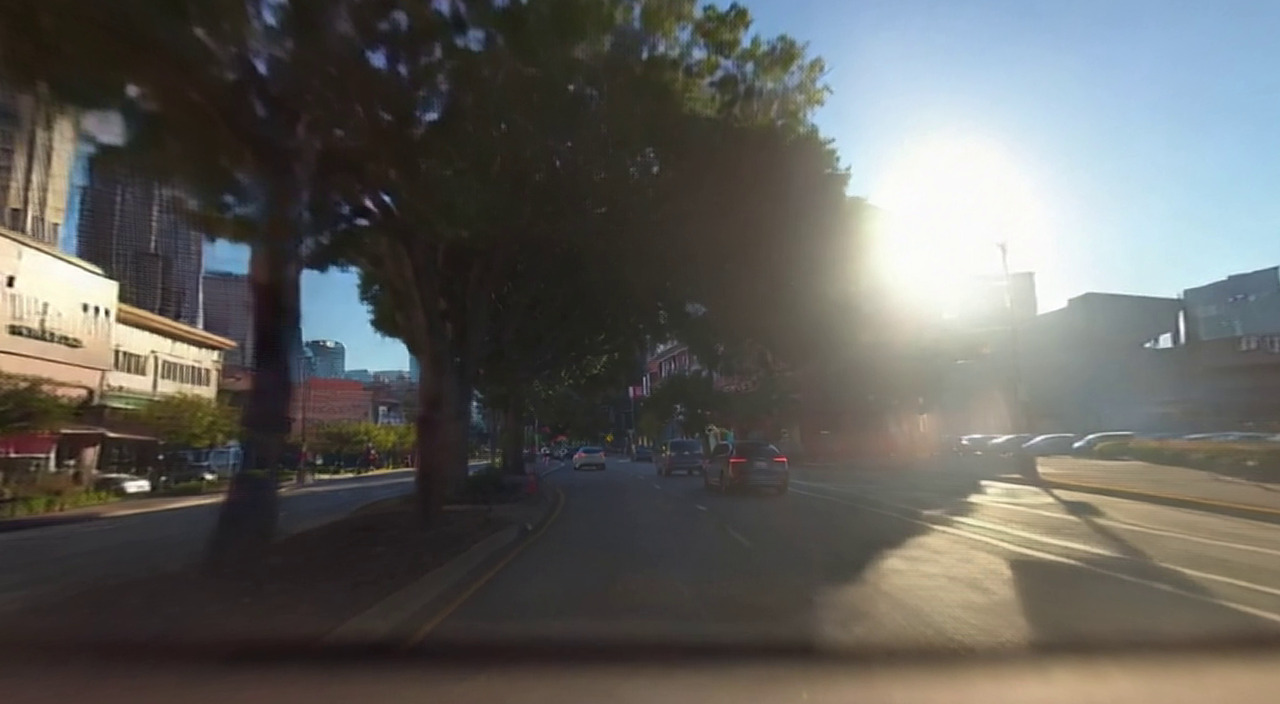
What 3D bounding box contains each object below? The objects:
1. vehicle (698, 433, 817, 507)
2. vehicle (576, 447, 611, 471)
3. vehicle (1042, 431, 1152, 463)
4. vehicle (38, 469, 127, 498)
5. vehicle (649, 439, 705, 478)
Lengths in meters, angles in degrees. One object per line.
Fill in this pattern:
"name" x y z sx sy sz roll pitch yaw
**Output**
"vehicle" 2.794 2.934 16.083 1.966 1.596 3.980 0 -9 -5
"vehicle" -3.167 7.185 42.515 2.068 1.512 3.987 1 -9 -8
"vehicle" 26.950 5.630 37.386 4.736 1.755 2.221 0 -8 -2
"vehicle" -31.706 7.463 36.098 1.600 1.375 4.319 0 -9 -8
"vehicle" 1.736 5.242 31.309 2.046 1.768 4.370 0 -9 -6
